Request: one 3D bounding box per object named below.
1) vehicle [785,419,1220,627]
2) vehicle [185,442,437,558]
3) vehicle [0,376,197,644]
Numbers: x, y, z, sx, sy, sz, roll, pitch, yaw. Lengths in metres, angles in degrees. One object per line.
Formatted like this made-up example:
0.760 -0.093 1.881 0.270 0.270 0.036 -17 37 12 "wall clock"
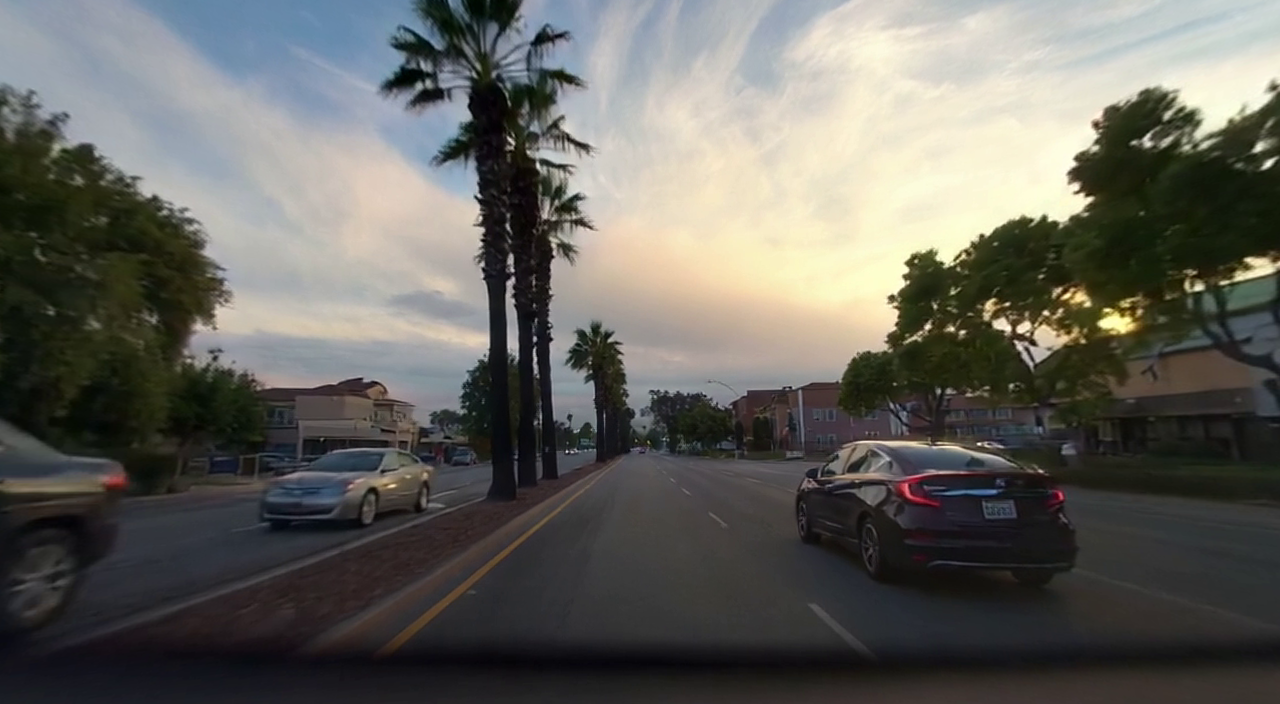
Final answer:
3.187 1.608 6.996 1.989 1.492 4.689 0 -9 -1 "vehicle"
-4.837 2.197 10.154 1.798 1.441 4.309 0 -9 -1 "vehicle"
-5.185 0.911 3.313 1.917 1.756 5.264 0 -9 -1 "vehicle"
